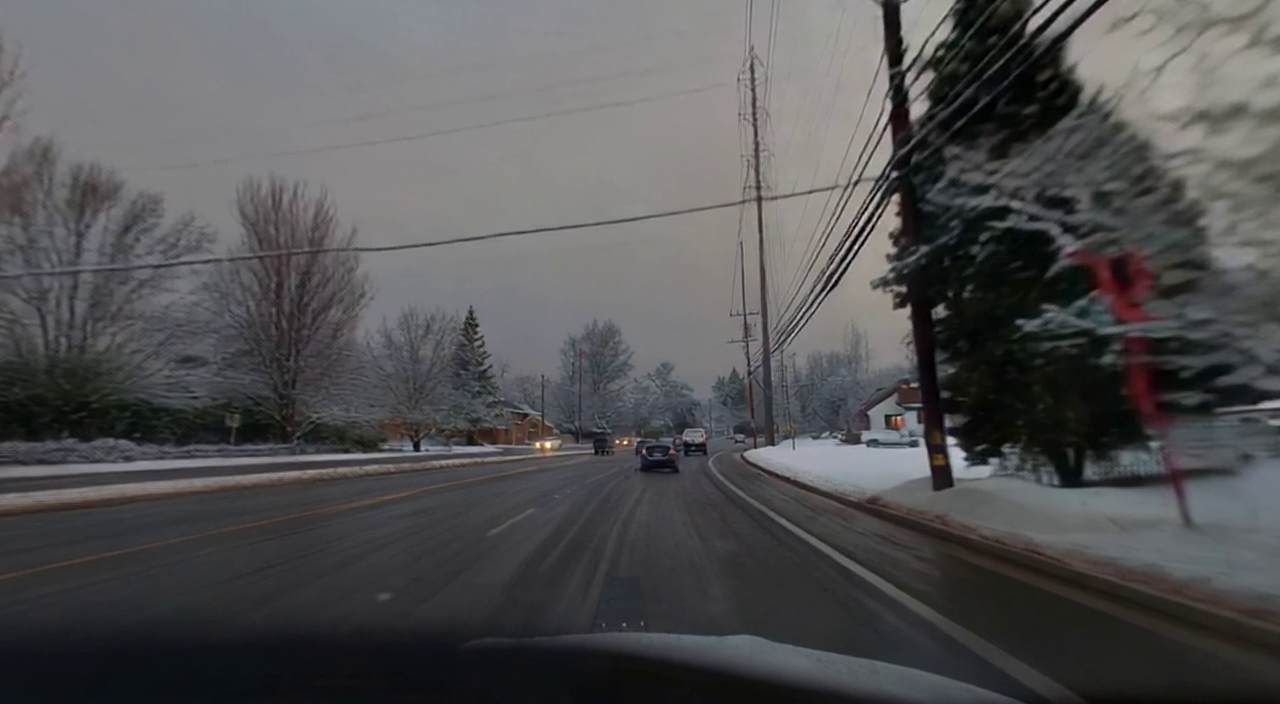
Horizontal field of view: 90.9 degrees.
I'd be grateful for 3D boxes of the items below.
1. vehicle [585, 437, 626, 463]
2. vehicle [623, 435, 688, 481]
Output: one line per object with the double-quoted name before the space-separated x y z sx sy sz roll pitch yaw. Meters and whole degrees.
"vehicle" -2.019 5.958 38.421 1.983 1.485 4.159 -1 -8 4
"vehicle" 0.635 3.765 22.576 2.117 1.474 4.036 -1 -8 4
